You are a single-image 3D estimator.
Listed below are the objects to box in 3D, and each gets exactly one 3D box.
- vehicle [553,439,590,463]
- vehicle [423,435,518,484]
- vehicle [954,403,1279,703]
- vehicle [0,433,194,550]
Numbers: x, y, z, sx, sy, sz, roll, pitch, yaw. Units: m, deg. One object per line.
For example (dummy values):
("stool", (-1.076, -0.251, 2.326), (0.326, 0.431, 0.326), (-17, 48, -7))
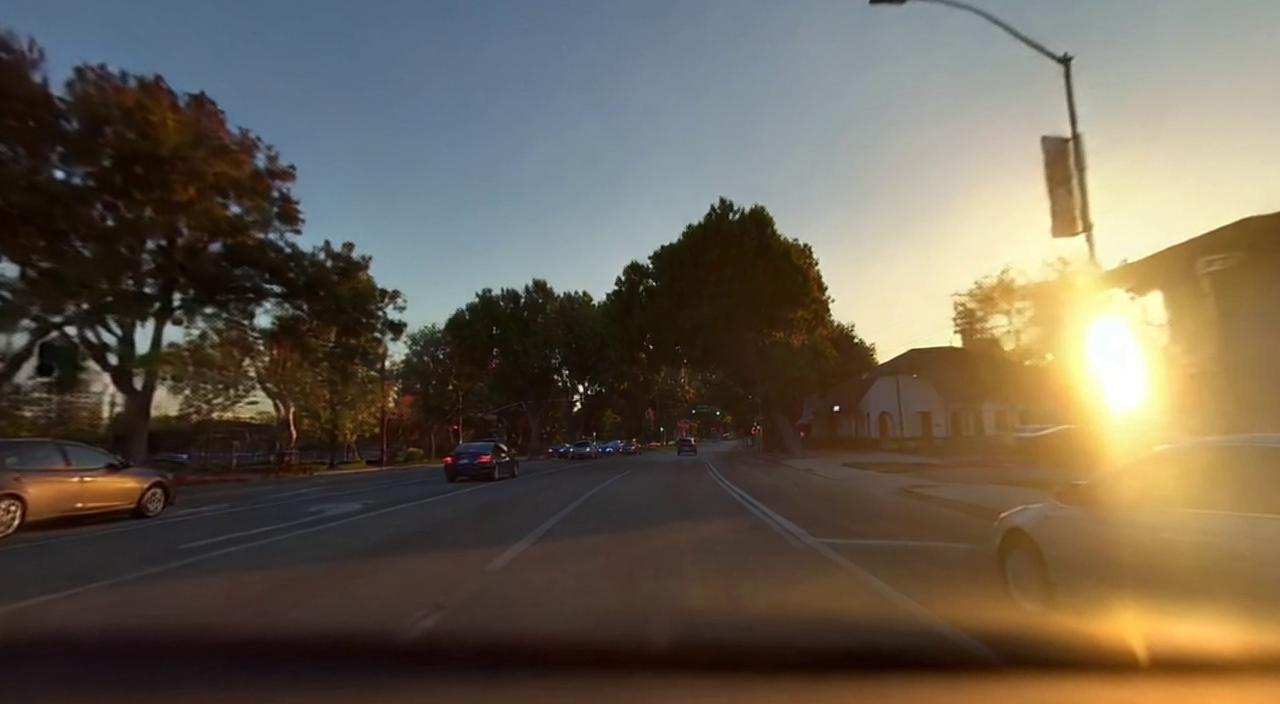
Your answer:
("vehicle", (-4.766, 6.966, 44.332), (1.870, 1.616, 3.765), (-1, -9, 6))
("vehicle", (-6.037, 3.887, 23.045), (1.988, 1.597, 4.404), (-1, -8, 4))
("vehicle", (3.852, 1.062, 3.353), (2.003, 1.494, 4.705), (0, -8, 1))
("vehicle", (-9.595, 2.086, 9.874), (1.951, 1.554, 4.444), (0, -8, 0))
